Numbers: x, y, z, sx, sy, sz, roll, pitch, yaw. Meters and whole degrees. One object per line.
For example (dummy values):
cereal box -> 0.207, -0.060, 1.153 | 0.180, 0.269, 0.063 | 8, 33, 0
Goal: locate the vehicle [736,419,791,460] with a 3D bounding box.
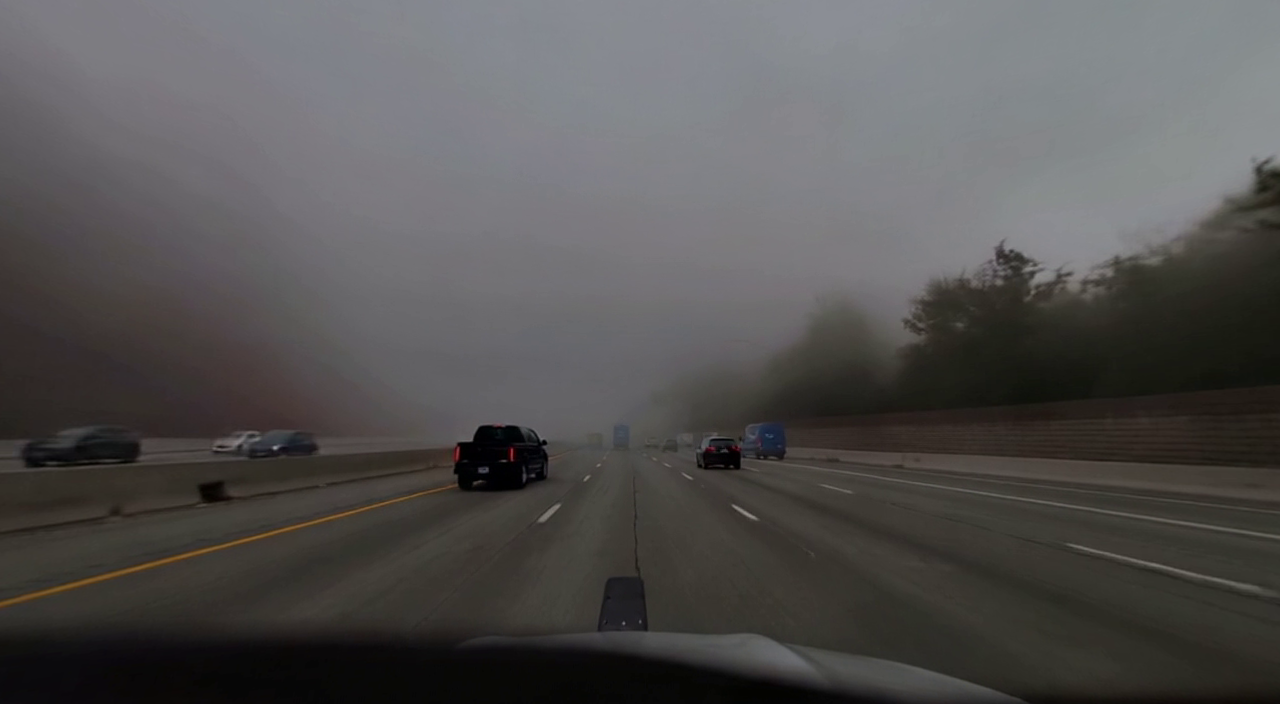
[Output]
vehicle -> 8.918, 6.470, 46.407 | 2.274, 2.802, 6.802 | 0, -8, -4

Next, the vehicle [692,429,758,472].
vehicle -> 3.660, 4.357, 27.940 | 2.141, 1.732, 4.279 | 0, -8, -3

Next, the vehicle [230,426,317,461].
vehicle -> -18.458, 4.662, 32.041 | 1.836, 1.616, 4.380 | 0, -8, -1

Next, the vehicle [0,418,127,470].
vehicle -> -22.185, 3.467, 23.664 | 1.945, 1.750, 4.683 | 0, -8, -2

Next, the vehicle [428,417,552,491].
vehicle -> -4.228, 3.028, 19.045 | 2.331, 1.884, 5.787 | 0, -8, 0
